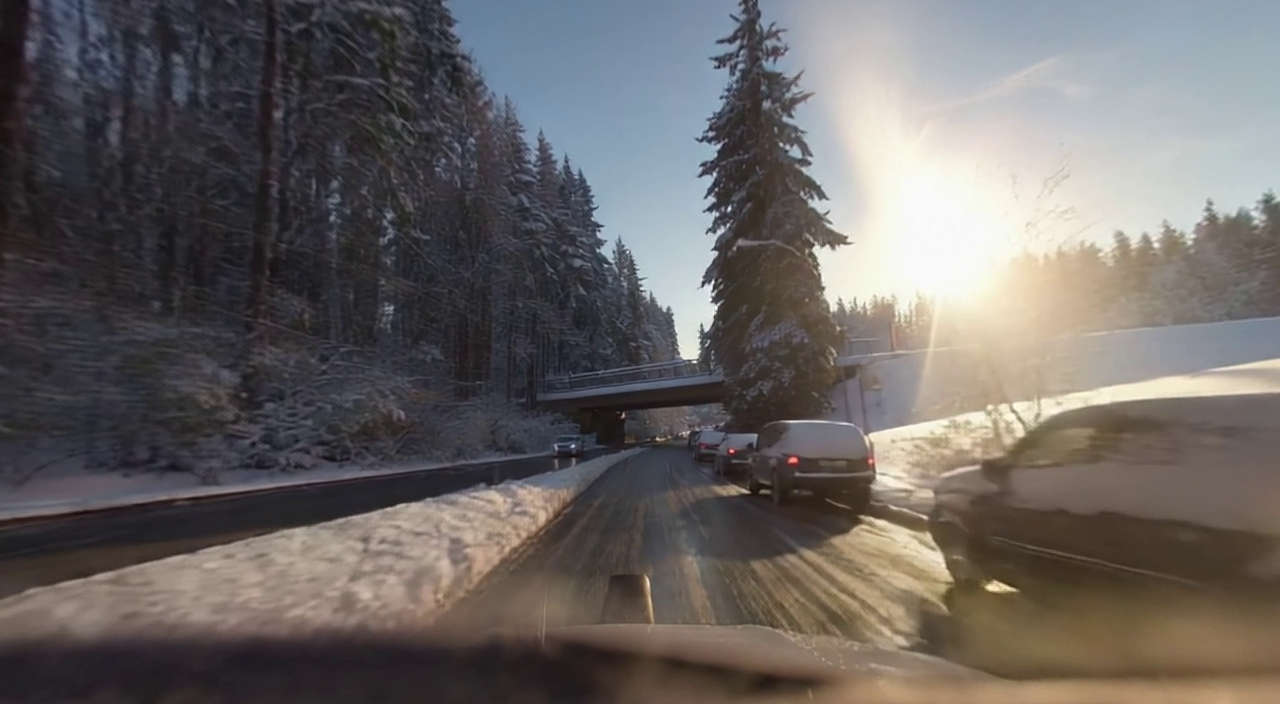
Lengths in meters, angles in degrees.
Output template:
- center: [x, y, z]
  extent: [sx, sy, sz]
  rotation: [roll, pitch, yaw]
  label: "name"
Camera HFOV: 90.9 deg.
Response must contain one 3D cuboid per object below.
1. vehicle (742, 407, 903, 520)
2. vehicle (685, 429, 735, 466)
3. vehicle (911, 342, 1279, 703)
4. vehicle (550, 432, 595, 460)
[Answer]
- center: [3.476, 2.220, 13.032]
  extent: [1.985, 1.895, 4.496]
  rotation: [-1, -8, 0]
  label: "vehicle"
- center: [3.900, 5.424, 36.008]
  extent: [2.273, 1.944, 4.866]
  rotation: [-1, -8, 0]
  label: "vehicle"
- center: [3.535, 0.962, 3.614]
  extent: [1.972, 1.682, 4.397]
  rotation: [-1, -8, 0]
  label: "vehicle"
- center: [-4.769, 6.730, 45.273]
  extent: [2.089, 1.860, 4.704]
  rotation: [-2, -8, 8]
  label: "vehicle"
